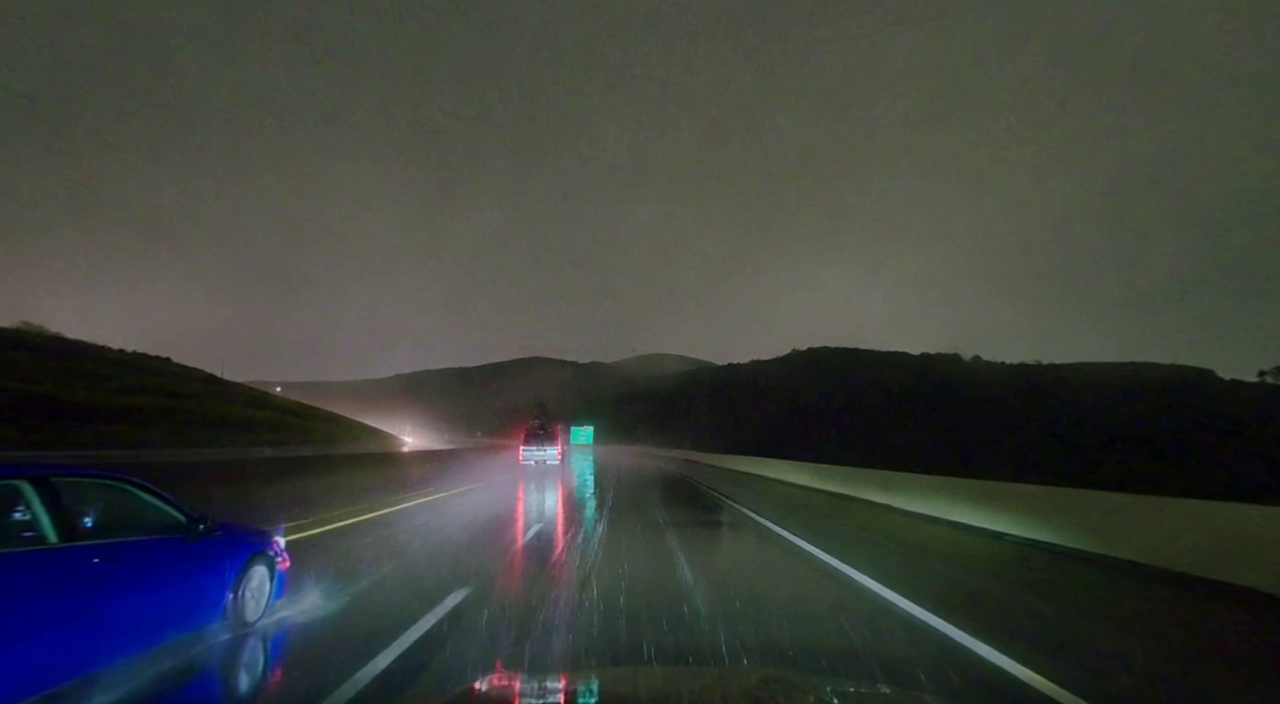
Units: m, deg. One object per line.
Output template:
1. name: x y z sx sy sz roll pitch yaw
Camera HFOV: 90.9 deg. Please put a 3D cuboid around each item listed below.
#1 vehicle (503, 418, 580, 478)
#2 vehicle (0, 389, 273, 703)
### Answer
1. vehicle: -3.948 4.001 26.383 2.444 2.204 5.568 0 -8 -1
2. vehicle: -4.021 0.898 2.671 2.097 1.511 4.585 0 -8 1
